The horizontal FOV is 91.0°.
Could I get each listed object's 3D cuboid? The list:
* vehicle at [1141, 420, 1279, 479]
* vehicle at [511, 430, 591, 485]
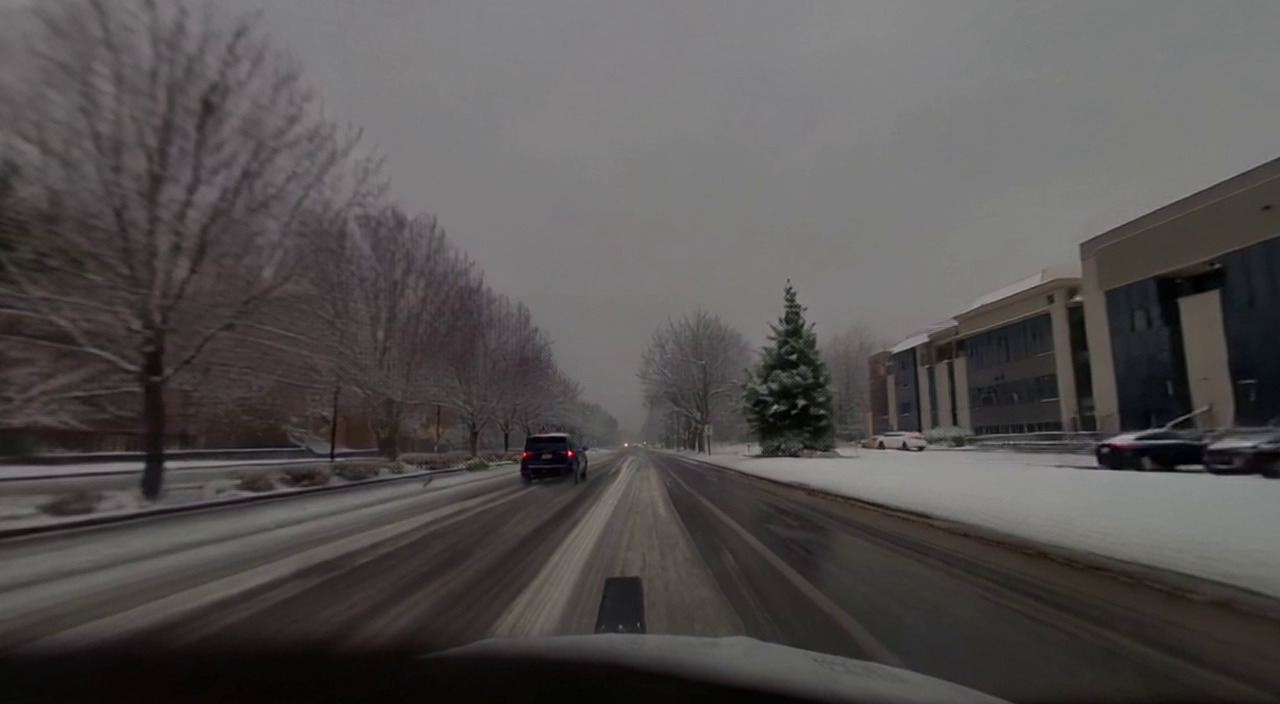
[{"bbox_3d":[18.496,3.020,19.490,4.195,1.694,1.996,0,-9,0],"label":"vehicle"},{"bbox_3d":[-3.117,3.834,23.100,2.112,1.779,4.489,0,-9,2],"label":"vehicle"}]
